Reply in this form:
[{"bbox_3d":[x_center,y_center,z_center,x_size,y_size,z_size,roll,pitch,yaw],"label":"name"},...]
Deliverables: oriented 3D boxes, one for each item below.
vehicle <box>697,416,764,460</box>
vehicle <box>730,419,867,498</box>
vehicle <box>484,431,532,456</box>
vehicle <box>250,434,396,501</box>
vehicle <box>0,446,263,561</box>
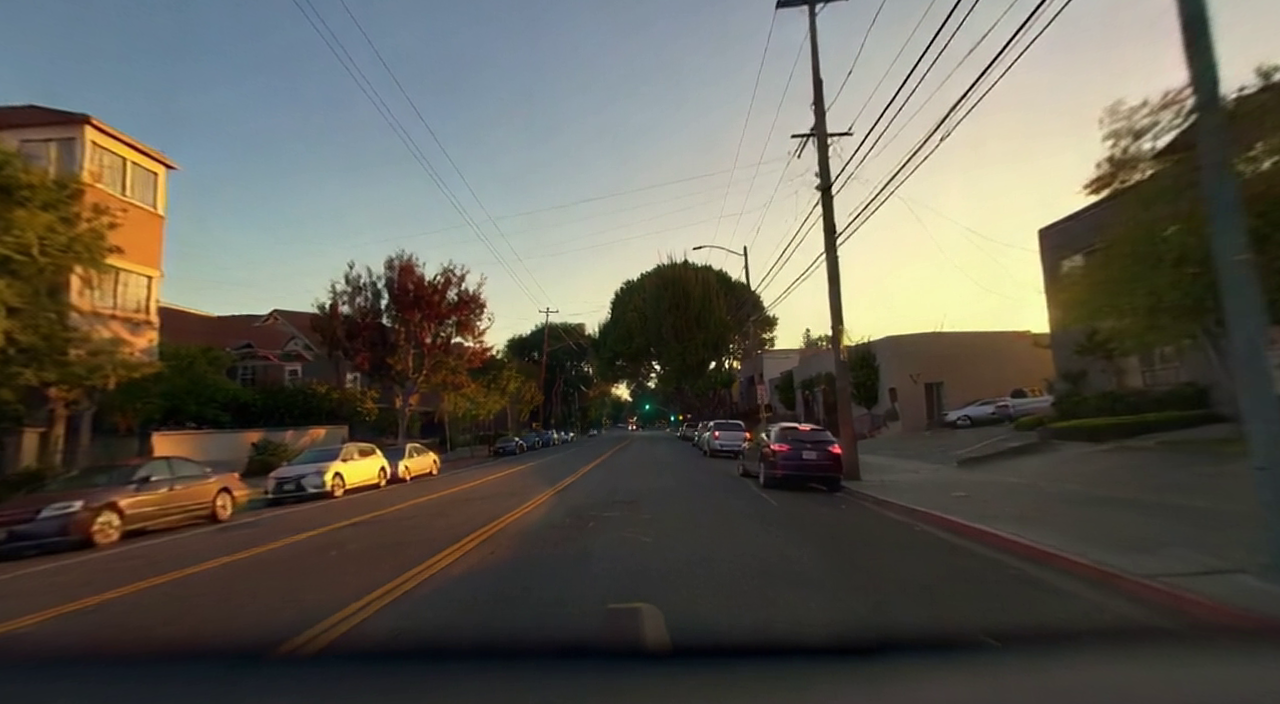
[{"bbox_3d":[3.924,3.841,28.376,2.225,1.759,4.817,-1,-7,-1],"label":"vehicle"},{"bbox_3d":[3.720,2.526,15.817,2.089,1.638,4.628,-1,-6,-2],"label":"vehicle"},{"bbox_3d":[-8.767,6.140,42.364,2.208,1.508,4.590,-1,-8,1],"label":"vehicle"},{"bbox_3d":[-9.347,3.395,19.136,2.061,1.748,4.316,-1,-8,2],"label":"vehicle"},{"bbox_3d":[-9.503,2.625,11.830,1.926,1.652,4.527,-1,-8,3],"label":"vehicle"}]
